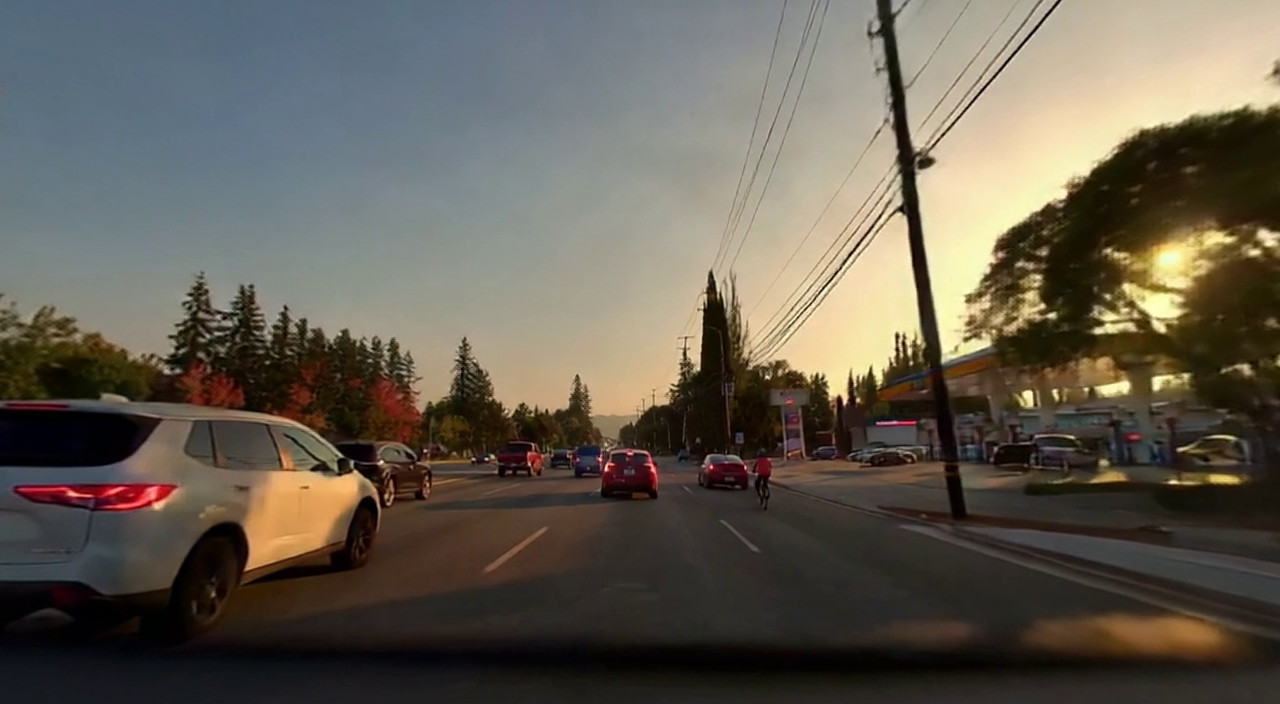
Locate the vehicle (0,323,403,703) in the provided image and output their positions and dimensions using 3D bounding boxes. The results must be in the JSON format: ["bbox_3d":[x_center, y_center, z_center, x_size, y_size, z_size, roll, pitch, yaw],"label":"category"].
[{"bbox_3d":[-3.438,0.980,4.209,1.922,1.642,4.547,0,-8,0],"label":"vehicle"}]

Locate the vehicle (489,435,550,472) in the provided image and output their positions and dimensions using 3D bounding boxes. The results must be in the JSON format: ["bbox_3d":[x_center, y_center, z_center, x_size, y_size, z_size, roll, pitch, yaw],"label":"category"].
[{"bbox_3d":[-6.710,5.731,35.826,2.385,1.918,5.056,0,-8,0],"label":"vehicle"}]

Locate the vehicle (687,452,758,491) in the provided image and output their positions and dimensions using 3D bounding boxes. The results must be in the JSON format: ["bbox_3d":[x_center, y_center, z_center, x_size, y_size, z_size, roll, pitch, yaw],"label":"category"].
[{"bbox_3d":[3.043,4.556,24.391,2.065,1.302,4.416,0,-8,-1],"label":"vehicle"}]

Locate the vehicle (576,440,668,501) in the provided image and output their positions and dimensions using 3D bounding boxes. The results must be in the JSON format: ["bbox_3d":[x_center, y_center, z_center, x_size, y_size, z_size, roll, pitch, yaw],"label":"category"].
[{"bbox_3d":[-0.428,3.130,17.163,2.189,1.437,4.135,0,-8,0],"label":"vehicle"}]
